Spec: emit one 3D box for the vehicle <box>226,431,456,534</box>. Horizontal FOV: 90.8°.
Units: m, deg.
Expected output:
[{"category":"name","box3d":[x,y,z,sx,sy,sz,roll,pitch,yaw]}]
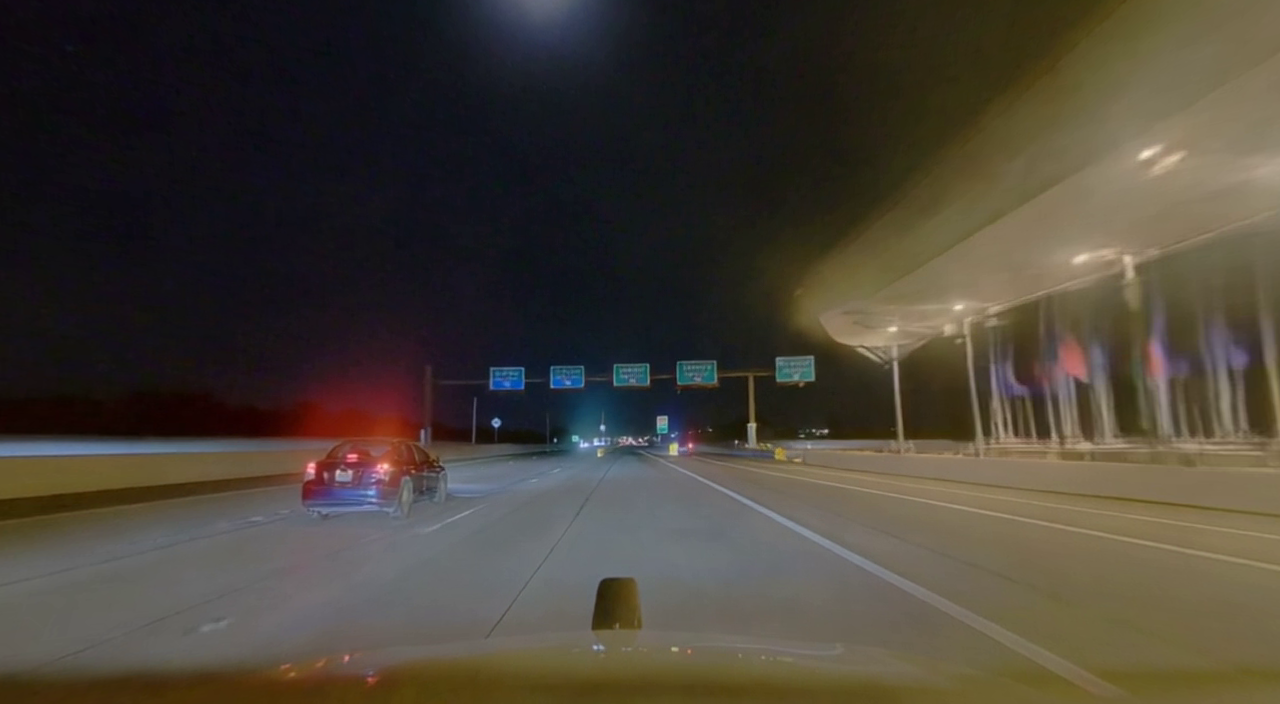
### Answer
[{"category":"vehicle","box3d":[-4.921,2.188,11.262,1.981,1.465,4.334,0,-8,0]}]
